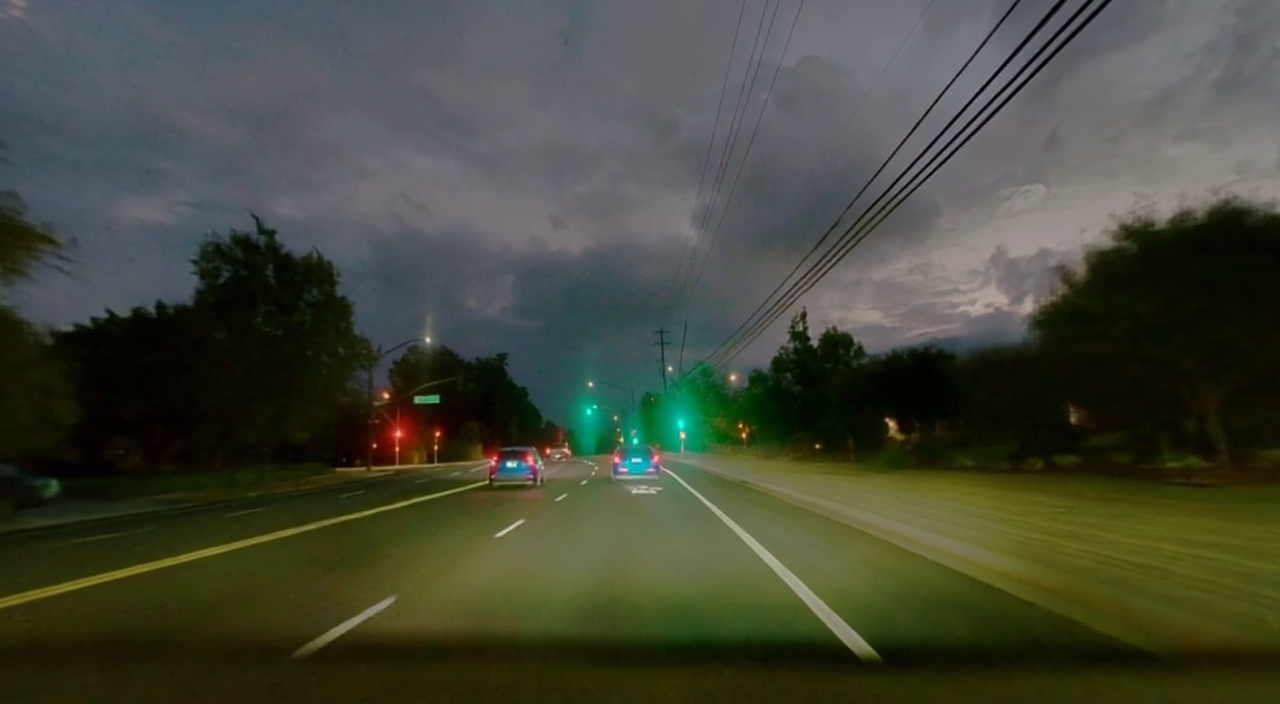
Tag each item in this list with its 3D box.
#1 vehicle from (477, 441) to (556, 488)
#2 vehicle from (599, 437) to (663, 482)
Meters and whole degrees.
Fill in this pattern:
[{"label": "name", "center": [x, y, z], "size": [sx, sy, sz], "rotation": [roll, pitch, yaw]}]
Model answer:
[{"label": "vehicle", "center": [-4.116, 3.814, 21.746], "size": [1.913, 1.425, 4.235], "rotation": [0, -9, 0]}, {"label": "vehicle", "center": [-0.405, 3.971, 23.556], "size": [2.168, 1.504, 4.284], "rotation": [1, -9, -2]}]
